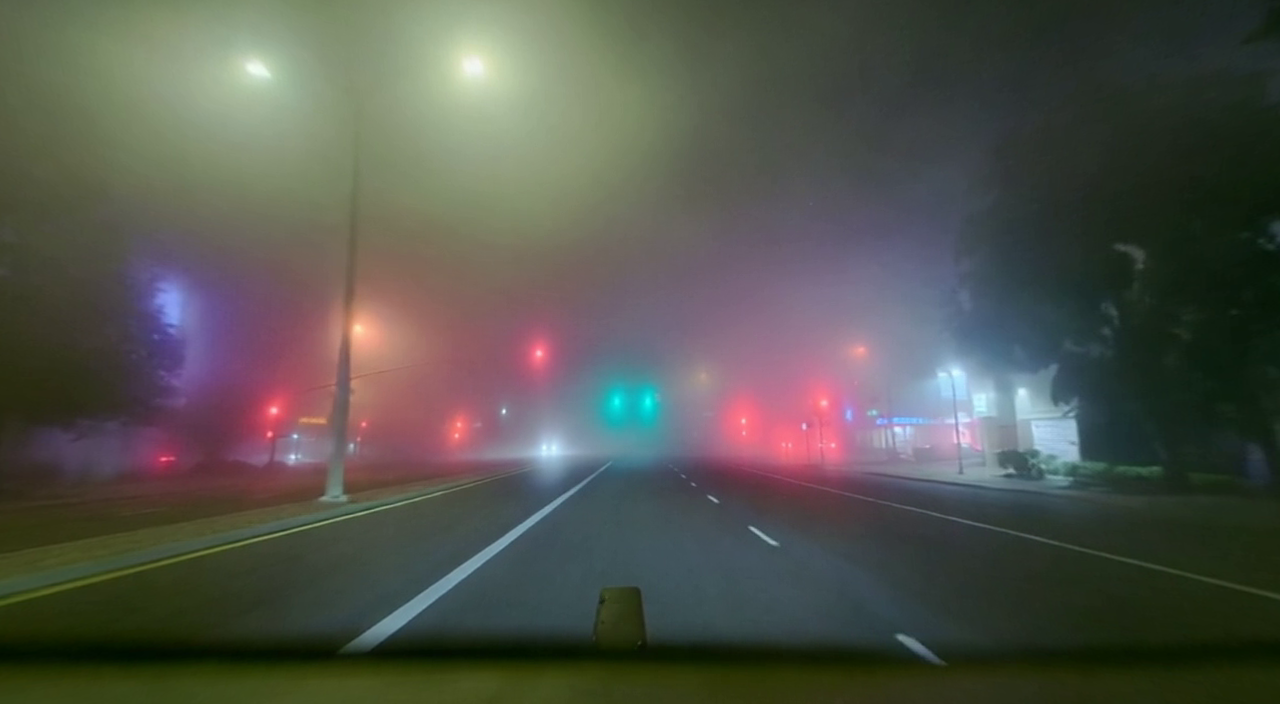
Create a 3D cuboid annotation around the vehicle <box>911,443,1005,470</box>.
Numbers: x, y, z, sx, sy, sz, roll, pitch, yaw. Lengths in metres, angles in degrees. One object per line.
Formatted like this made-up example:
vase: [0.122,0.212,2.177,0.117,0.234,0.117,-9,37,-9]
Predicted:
vehicle: [18.852,6.220,37.610,4.545,1.511,1.935,0,-9,-3]
